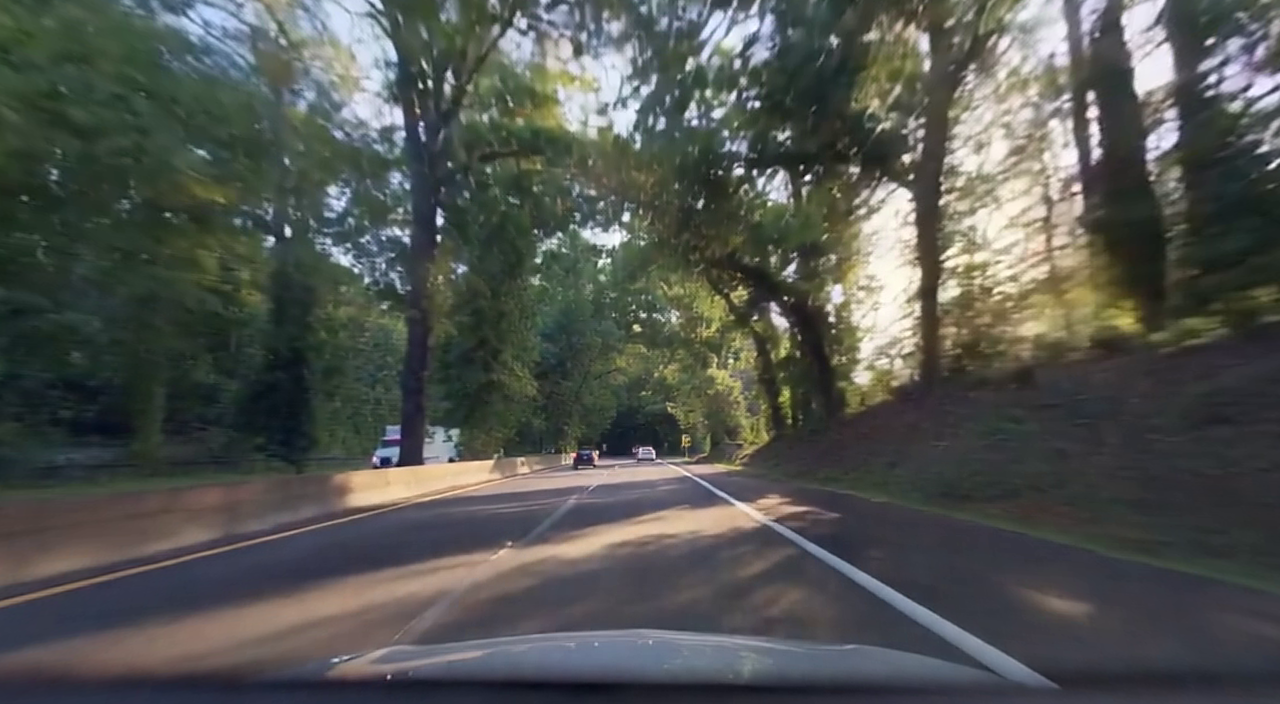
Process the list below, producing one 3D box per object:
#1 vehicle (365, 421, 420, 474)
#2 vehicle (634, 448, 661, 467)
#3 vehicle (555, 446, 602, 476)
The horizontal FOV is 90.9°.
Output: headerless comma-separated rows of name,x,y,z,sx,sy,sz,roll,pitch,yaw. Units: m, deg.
vehicle,-19.023,7.350,48.591,2.908,3.879,2.998,0,-9,0
vehicle,0.524,8.221,49.017,1.989,1.402,3.831,0,-9,-1
vehicle,-3.178,5.780,33.606,2.112,1.498,4.117,0,-9,0
